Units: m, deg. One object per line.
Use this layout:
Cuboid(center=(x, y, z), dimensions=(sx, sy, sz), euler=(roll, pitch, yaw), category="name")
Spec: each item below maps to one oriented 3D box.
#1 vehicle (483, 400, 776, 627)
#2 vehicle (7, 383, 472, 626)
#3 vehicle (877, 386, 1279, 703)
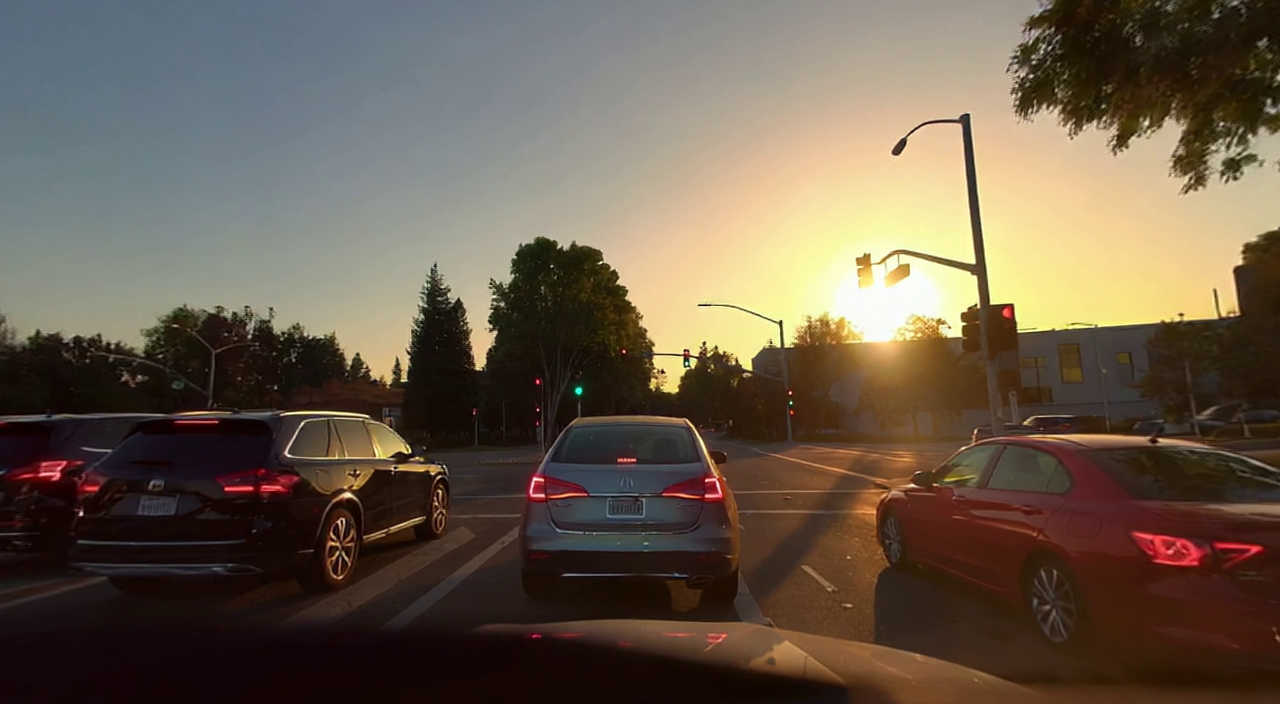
Cuboid(center=(-0.056, 1.401, 6.303), dimensions=(2.047, 1.579, 3.642), euler=(0, -8, 1), category="vehicle")
Cuboid(center=(-3.553, 1.429, 6.855), dimensions=(2.014, 1.755, 4.360), euler=(0, -8, 3), category="vehicle")
Cuboid(center=(3.591, 1.199, 4.601), dimensions=(2.010, 1.486, 4.498), euler=(0, -8, 1), category="vehicle")
